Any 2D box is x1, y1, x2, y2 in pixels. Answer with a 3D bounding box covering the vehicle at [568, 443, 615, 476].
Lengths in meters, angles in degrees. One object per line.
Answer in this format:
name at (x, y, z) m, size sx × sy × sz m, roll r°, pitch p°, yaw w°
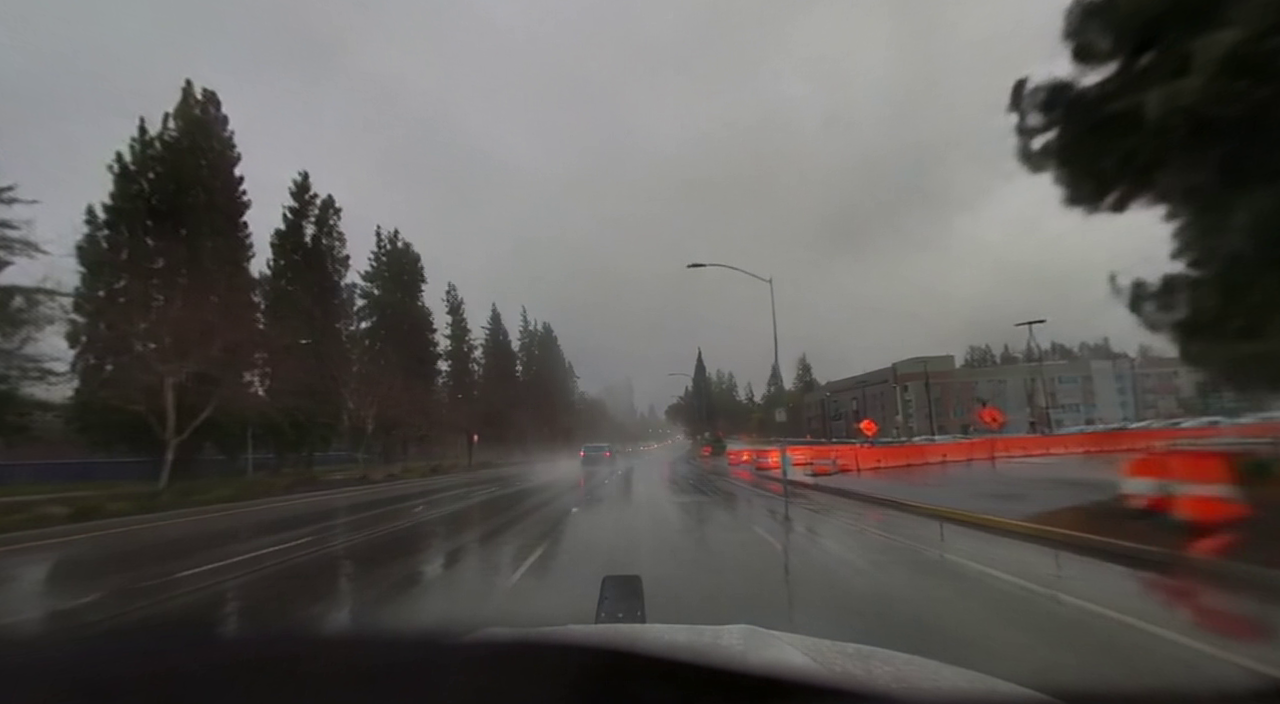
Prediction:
vehicle at (-2.573, 5.788, 34.237) m, size 2.121 × 1.654 × 3.993 m, roll 0°, pitch -8°, yaw 2°
